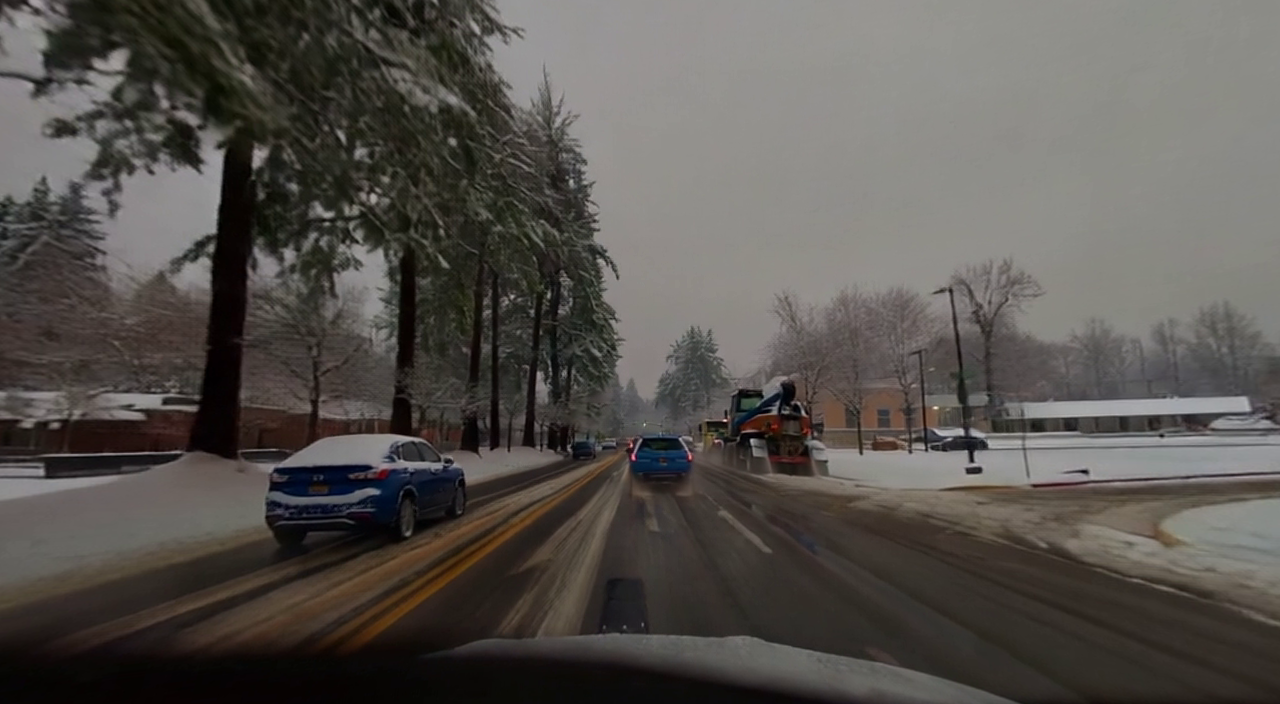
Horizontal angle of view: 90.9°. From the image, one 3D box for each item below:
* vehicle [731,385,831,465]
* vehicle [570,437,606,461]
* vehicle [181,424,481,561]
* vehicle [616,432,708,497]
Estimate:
[{"bbox_3d":[5.826,3.226,27.118,2.736,3.078,5.825,0,-8,-2],"label":"vehicle"},{"bbox_3d":[-3.680,6.938,45.288,2.062,1.641,4.193,0,-8,2],"label":"vehicle"},{"bbox_3d":[-4.050,1.920,9.457,2.003,1.507,4.808,0,-8,1],"label":"vehicle"},{"bbox_3d":[0.496,2.864,16.391,2.086,1.466,4.026,0,-8,0],"label":"vehicle"}]
